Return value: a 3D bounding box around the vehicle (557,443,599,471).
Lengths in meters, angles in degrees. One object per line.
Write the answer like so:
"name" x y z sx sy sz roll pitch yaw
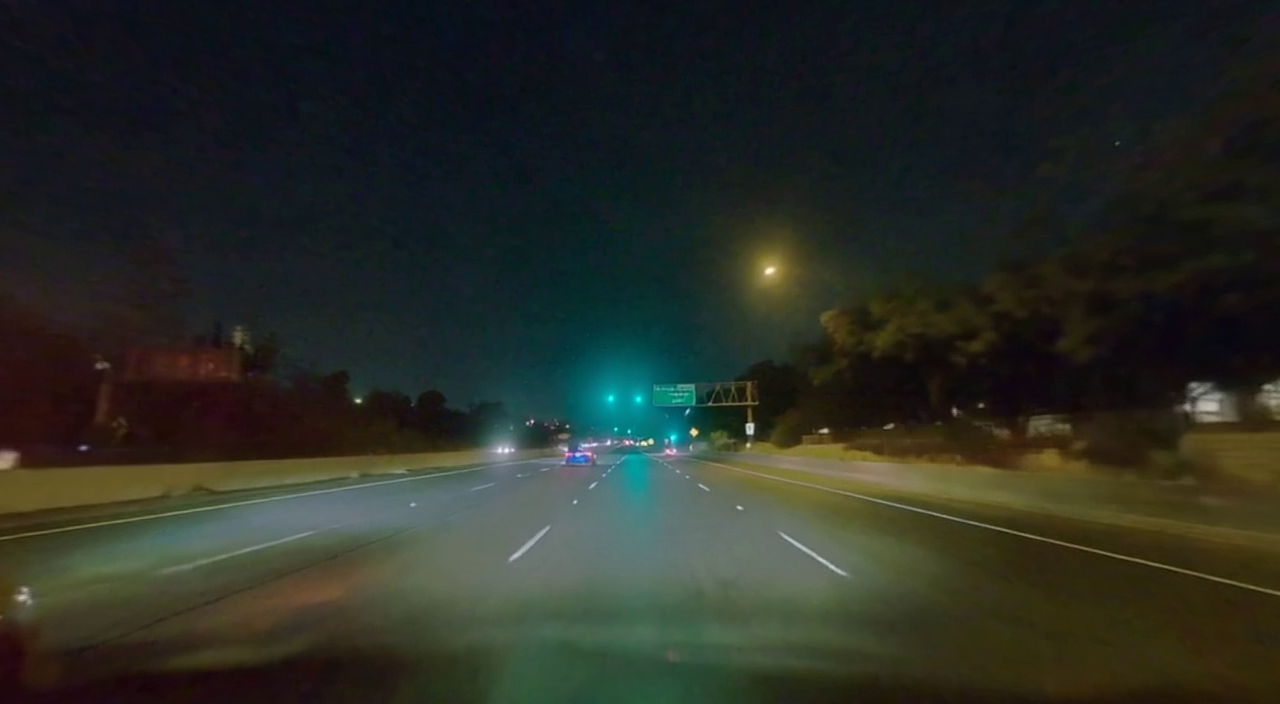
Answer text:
"vehicle" -3.583 6.141 37.199 2.037 1.514 4.335 0 -8 1
